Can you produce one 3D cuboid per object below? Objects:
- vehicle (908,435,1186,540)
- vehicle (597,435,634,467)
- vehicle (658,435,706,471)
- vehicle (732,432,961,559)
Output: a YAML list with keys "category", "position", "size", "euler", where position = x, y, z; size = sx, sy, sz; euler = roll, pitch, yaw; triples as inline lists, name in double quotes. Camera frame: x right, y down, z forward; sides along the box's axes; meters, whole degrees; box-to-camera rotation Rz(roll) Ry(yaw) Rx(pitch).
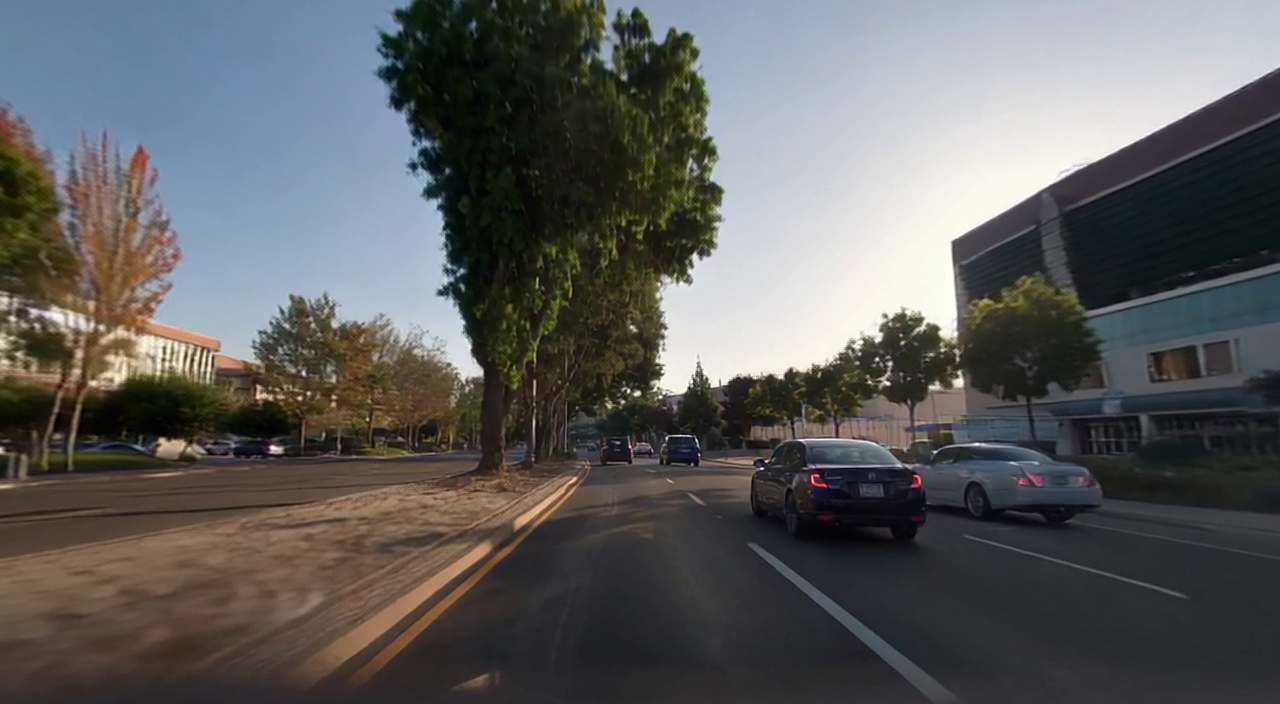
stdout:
- category: "vehicle"
  position: [6.696, 2.241, 11.098]
  size: [1.917, 1.457, 4.274]
  euler: [0, -8, -2]
- category: "vehicle"
  position: [-1.525, 5.960, 37.885]
  size: [2.051, 1.798, 4.168]
  euler: [0, -8, -5]
- category: "vehicle"
  position: [2.155, 5.353, 33.513]
  size: [2.000, 1.745, 4.206]
  euler: [0, -8, -4]
- category: "vehicle"
  position: [2.713, 1.977, 9.467]
  size: [1.883, 1.452, 4.258]
  euler: [0, -8, -2]
